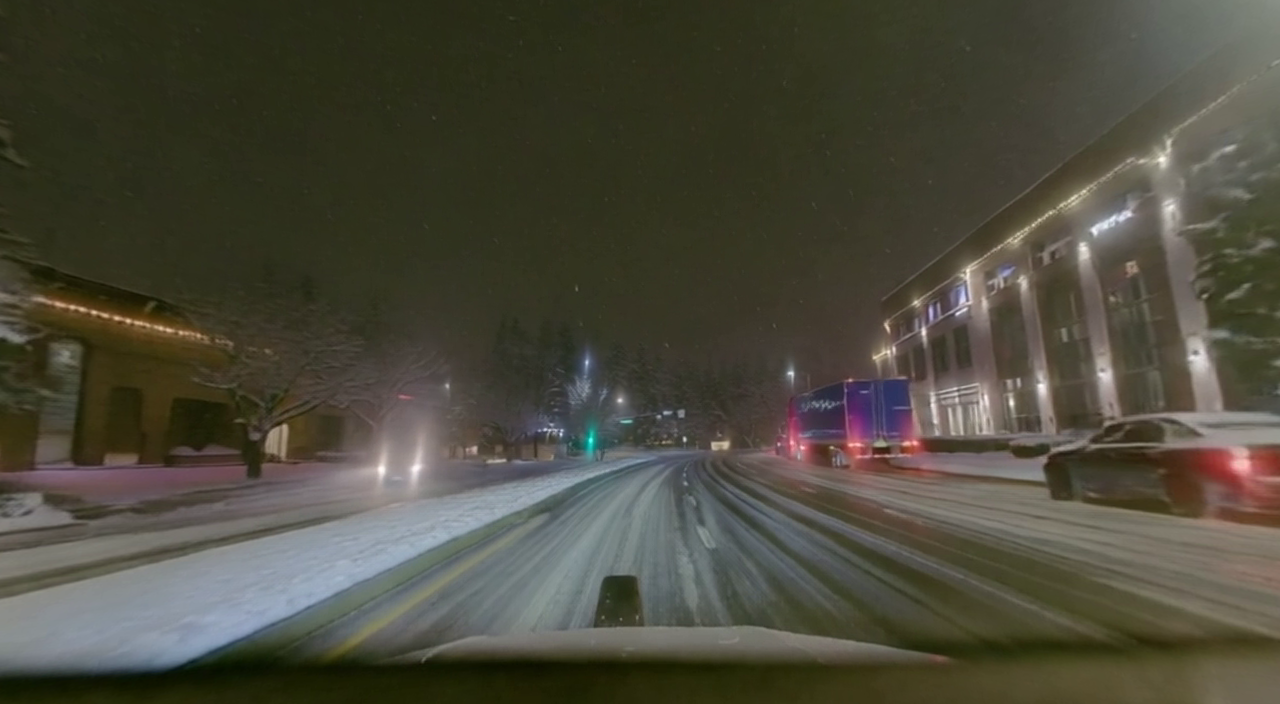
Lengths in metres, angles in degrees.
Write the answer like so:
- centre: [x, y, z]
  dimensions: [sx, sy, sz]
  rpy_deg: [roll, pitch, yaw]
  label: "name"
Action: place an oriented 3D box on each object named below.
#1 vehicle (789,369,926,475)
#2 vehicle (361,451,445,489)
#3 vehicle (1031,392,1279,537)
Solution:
- centre: [11.215, 4.230, 35.440]
  dimensions: [2.907, 4.439, 17.681]
  rpy_deg: [-1, -8, 5]
  label: "vehicle"
- centre: [-10.452, 5.214, 28.261]
  dimensions: [1.907, 1.505, 4.354]
  rpy_deg: [-1, -9, 2]
  label: "vehicle"
- centre: [9.842, 1.904, 11.139]
  dimensions: [2.200, 1.944, 5.935]
  rpy_deg: [-1, -9, 2]
  label: "vehicle"
